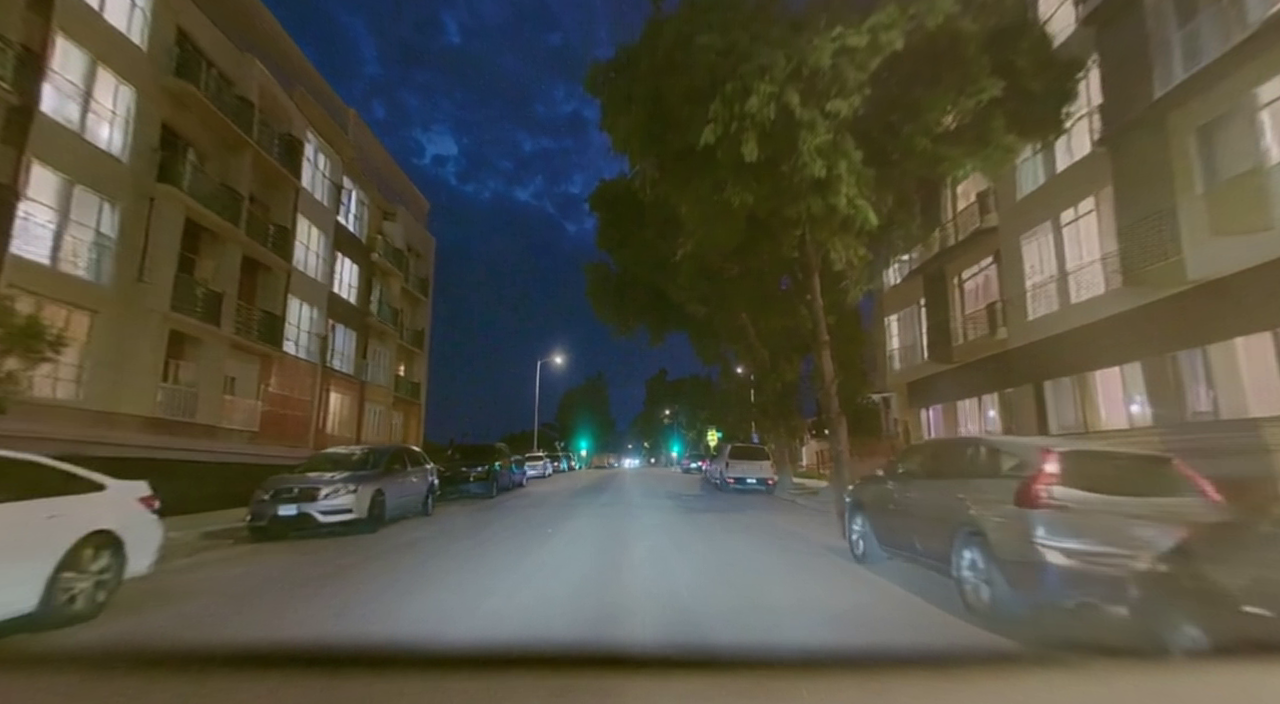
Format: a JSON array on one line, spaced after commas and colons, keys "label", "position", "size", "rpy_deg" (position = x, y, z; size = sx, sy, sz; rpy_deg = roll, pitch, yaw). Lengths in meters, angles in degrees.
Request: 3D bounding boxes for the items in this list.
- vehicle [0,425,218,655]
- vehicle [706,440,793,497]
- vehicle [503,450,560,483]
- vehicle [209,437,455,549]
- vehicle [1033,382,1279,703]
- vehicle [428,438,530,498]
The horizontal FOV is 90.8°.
[{"label": "vehicle", "position": [-5.617, 1.309, 4.039], "size": [2.256, 1.590, 5.488], "rpy_deg": [-2, -8, -2]}, {"label": "vehicle", "position": [3.832, 4.179, 23.133], "size": [2.137, 1.848, 4.953], "rpy_deg": [0, -8, -2]}, {"label": "vehicle", "position": [-5.800, 6.182, 34.476], "size": [2.328, 1.610, 5.161], "rpy_deg": [0, -8, -1]}, {"label": "vehicle", "position": [-5.938, 2.753, 13.266], "size": [2.431, 1.718, 5.431], "rpy_deg": [-3, -8, 0]}, {"label": "vehicle", "position": [3.593, 0.808, 1.593], "size": [1.988, 1.652, 5.017], "rpy_deg": [0, -8, 0]}, {"label": "vehicle", "position": [-5.877, 4.296, 23.922], "size": [2.499, 2.008, 5.293], "rpy_deg": [0, -8, 0]}]
